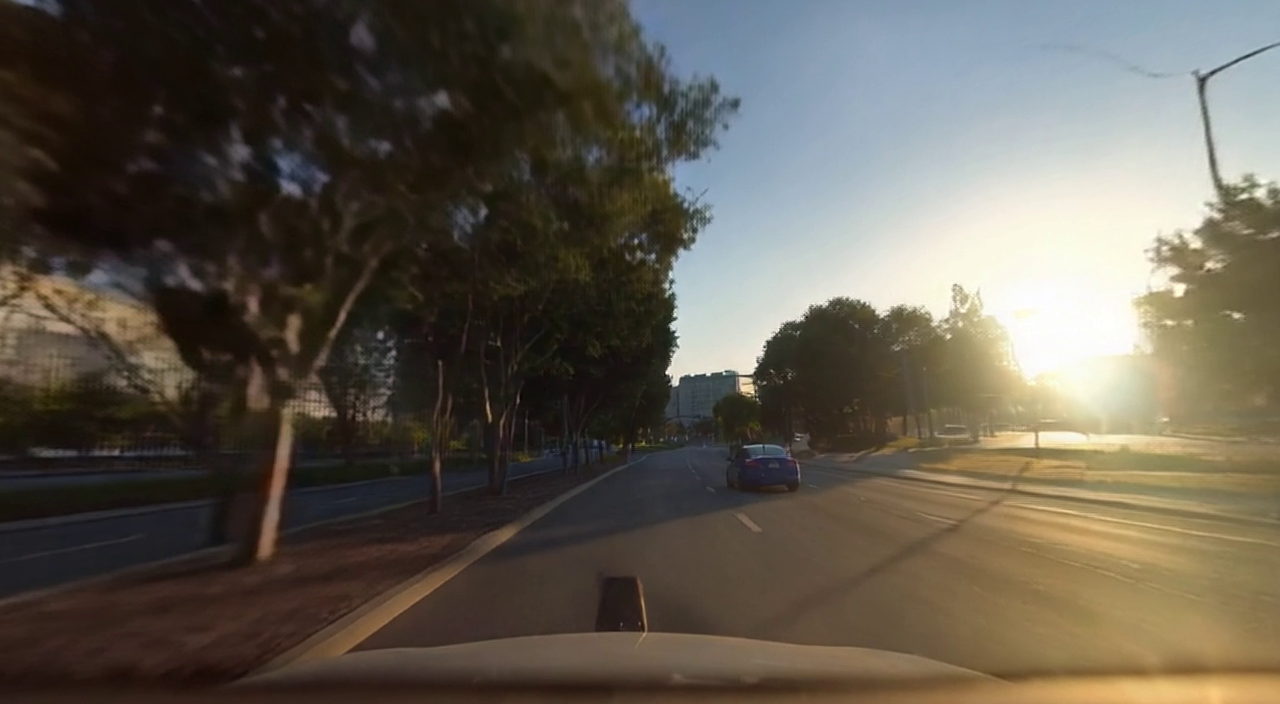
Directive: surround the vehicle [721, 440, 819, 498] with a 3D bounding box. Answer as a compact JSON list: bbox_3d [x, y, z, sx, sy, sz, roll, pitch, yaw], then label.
[{"bbox_3d":[3.657,3.365,18.624,1.928,1.481,4.453,0,-9,0],"label":"vehicle"}]
